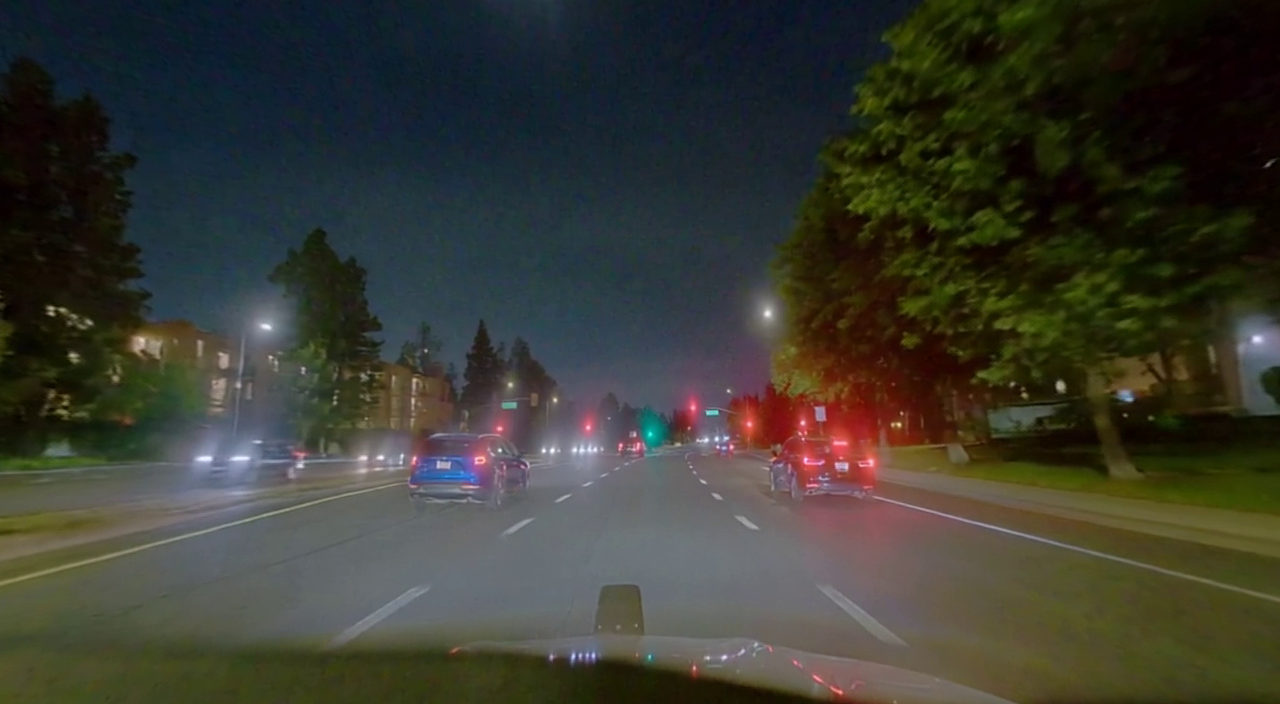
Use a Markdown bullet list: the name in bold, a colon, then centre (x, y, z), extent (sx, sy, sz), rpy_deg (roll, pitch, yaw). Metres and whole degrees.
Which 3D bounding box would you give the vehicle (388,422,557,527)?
- **vehicle**: centre (-3.036, 2.338, 12.653), extent (2.045, 1.688, 4.632), rpy_deg (-1, -8, 1)

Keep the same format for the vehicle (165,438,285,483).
- **vehicle**: centre (-17.501, 4.577, 26.981), extent (1.941, 1.711, 4.598), rpy_deg (-1, -8, 1)

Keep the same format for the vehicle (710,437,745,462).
- **vehicle**: centre (6.160, 6.893, 44.782), extent (2.169, 1.669, 4.037), rpy_deg (-1, -8, 4)

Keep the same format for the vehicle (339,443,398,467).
- **vehicle**: centre (-18.184, 6.910, 42.593), extent (1.821, 1.463, 4.363), rpy_deg (-1, -8, 4)

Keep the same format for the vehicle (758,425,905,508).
- **vehicle**: centre (4.276, 2.638, 14.990), extent (2.132, 1.659, 4.387), rpy_deg (0, -8, 0)
